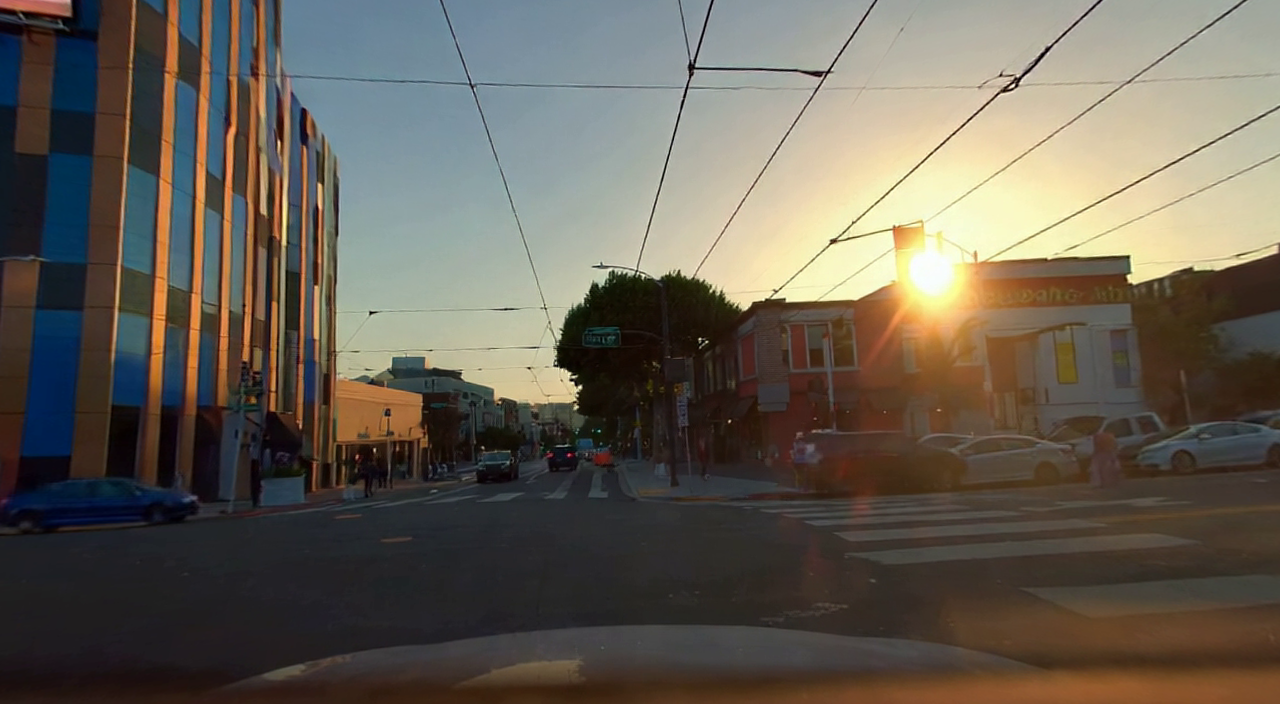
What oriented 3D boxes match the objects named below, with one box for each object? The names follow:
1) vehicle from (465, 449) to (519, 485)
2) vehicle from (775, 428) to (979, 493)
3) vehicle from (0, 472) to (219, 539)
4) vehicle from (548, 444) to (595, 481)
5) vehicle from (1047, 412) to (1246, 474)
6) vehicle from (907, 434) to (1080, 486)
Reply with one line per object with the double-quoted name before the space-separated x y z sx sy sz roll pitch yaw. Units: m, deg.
"vehicle" -8.423 6.518 36.282 2.121 1.792 4.510 -3 -8 -2
"vehicle" 6.203 2.881 16.942 4.637 1.624 1.927 0 -8 -2
"vehicle" -14.359 4.077 17.103 4.549 1.490 1.797 3 -9 -21
"vehicle" -3.708 6.084 35.183 2.137 1.910 5.120 0 -8 -1
"vehicle" 16.759 3.037 21.079 4.944 1.946 1.952 0 -8 -3
"vehicle" 11.394 3.488 20.556 4.697 1.510 1.596 0 -9 -4
